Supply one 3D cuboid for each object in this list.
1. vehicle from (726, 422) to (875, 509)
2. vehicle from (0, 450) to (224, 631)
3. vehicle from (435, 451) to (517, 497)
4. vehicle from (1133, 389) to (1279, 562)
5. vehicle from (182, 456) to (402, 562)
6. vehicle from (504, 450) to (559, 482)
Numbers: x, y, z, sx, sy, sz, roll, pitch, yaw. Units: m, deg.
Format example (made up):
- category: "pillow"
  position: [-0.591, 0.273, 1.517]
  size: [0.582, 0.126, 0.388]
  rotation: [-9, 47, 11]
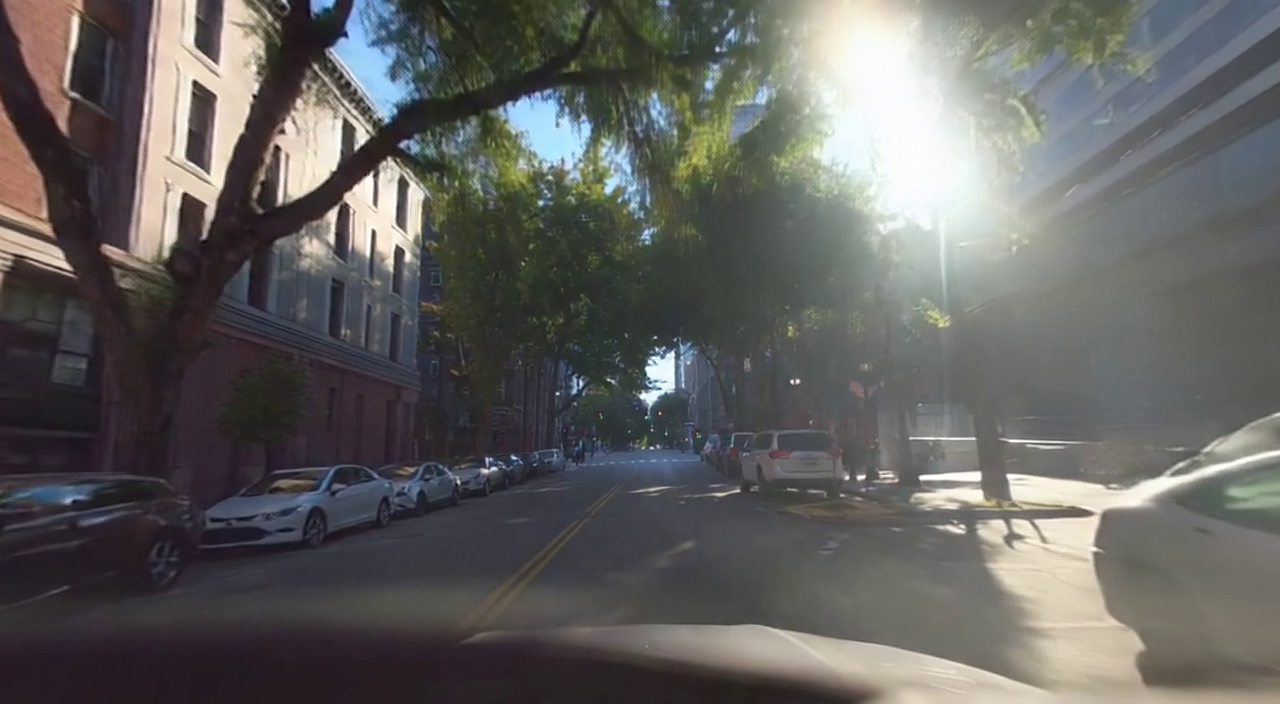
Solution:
- category: "vehicle"
  position: [4.292, 3.183, 18.287]
  size: [2.568, 2.001, 5.999]
  rotation: [-2, -8, -1]
- category: "vehicle"
  position: [-6.918, 1.893, 6.530]
  size: [2.123, 1.596, 4.659]
  rotation: [-2, -8, -1]
- category: "vehicle"
  position: [-6.295, 4.705, 24.726]
  size: [2.110, 1.498, 4.555]
  rotation: [-2, -8, -1]
- category: "vehicle"
  position: [9.393, 1.414, 7.598]
  size: [4.772, 1.876, 2.400]
  rotation: [-1, -9, 1]
- category: "vehicle"
  position: [-6.700, 3.003, 12.911]
  size: [1.944, 1.574, 4.717]
  rotation: [-2, -8, -1]
- category: "vehicle"
  position: [-5.945, 6.274, 35.084]
  size: [2.270, 1.539, 4.855]
  rotation: [-2, -8, -1]
